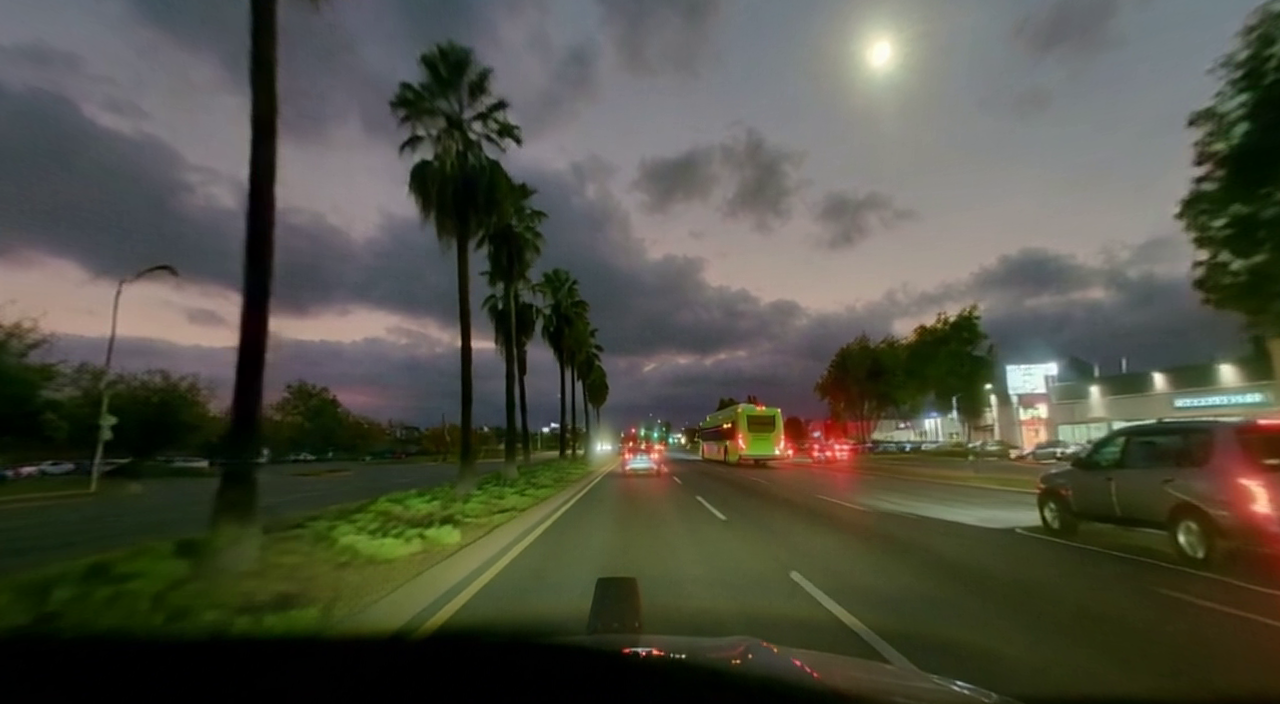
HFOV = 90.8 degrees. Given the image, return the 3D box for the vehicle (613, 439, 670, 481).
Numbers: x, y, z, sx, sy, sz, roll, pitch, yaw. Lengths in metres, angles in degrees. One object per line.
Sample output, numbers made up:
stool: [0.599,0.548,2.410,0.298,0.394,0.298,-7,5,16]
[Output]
vehicle: [0.016,4.234,24.960,2.065,1.477,4.306,0,-9,-1]

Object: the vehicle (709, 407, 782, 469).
vehicle: [6.350,5.460,39.559,2.795,3.383,9.287,0,-9,-1]

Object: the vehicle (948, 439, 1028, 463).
vehicle: [23.079,6.611,42.000,4.229,1.428,1.883,1,-9,0]

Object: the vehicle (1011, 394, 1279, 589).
vehicle: [6.567,1.495,7.268,2.031,1.670,4.154,0,-9,0]
